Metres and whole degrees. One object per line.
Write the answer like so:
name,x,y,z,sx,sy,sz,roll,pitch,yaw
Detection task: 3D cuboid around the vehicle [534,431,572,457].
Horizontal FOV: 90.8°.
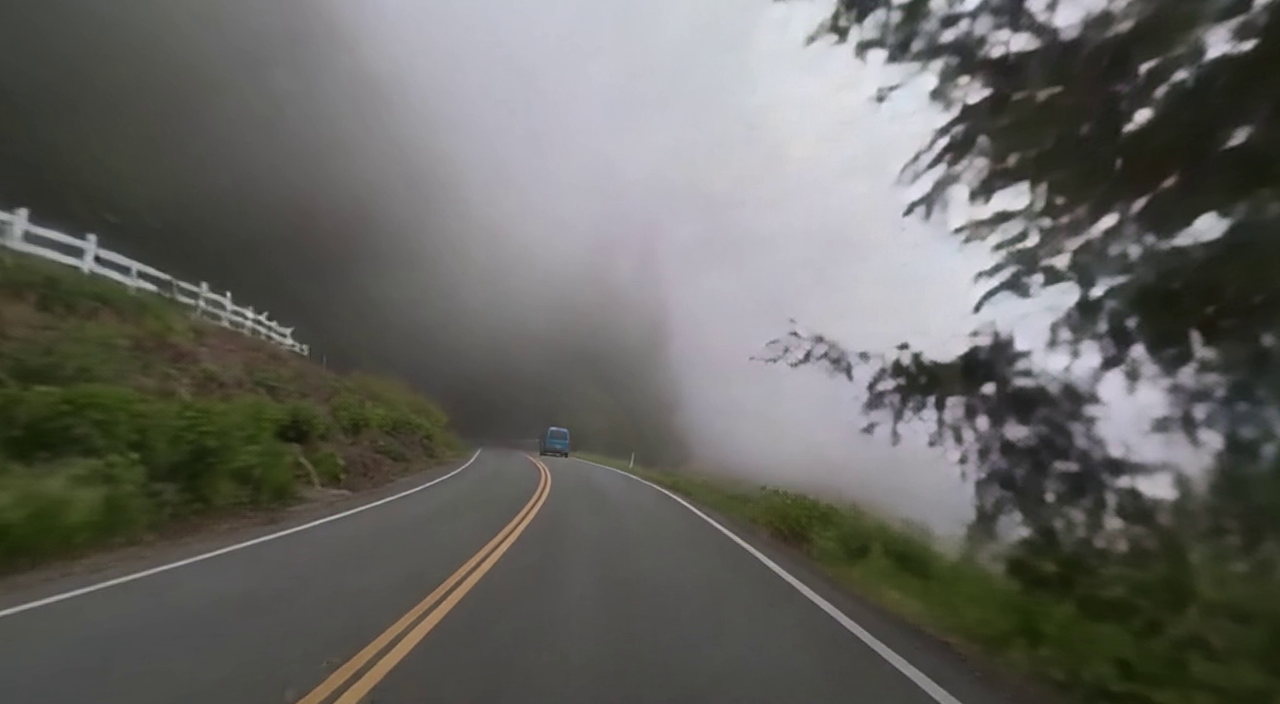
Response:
vehicle,-6.762,7.096,48.659,2.439,1.912,5.605,2,-9,-12
